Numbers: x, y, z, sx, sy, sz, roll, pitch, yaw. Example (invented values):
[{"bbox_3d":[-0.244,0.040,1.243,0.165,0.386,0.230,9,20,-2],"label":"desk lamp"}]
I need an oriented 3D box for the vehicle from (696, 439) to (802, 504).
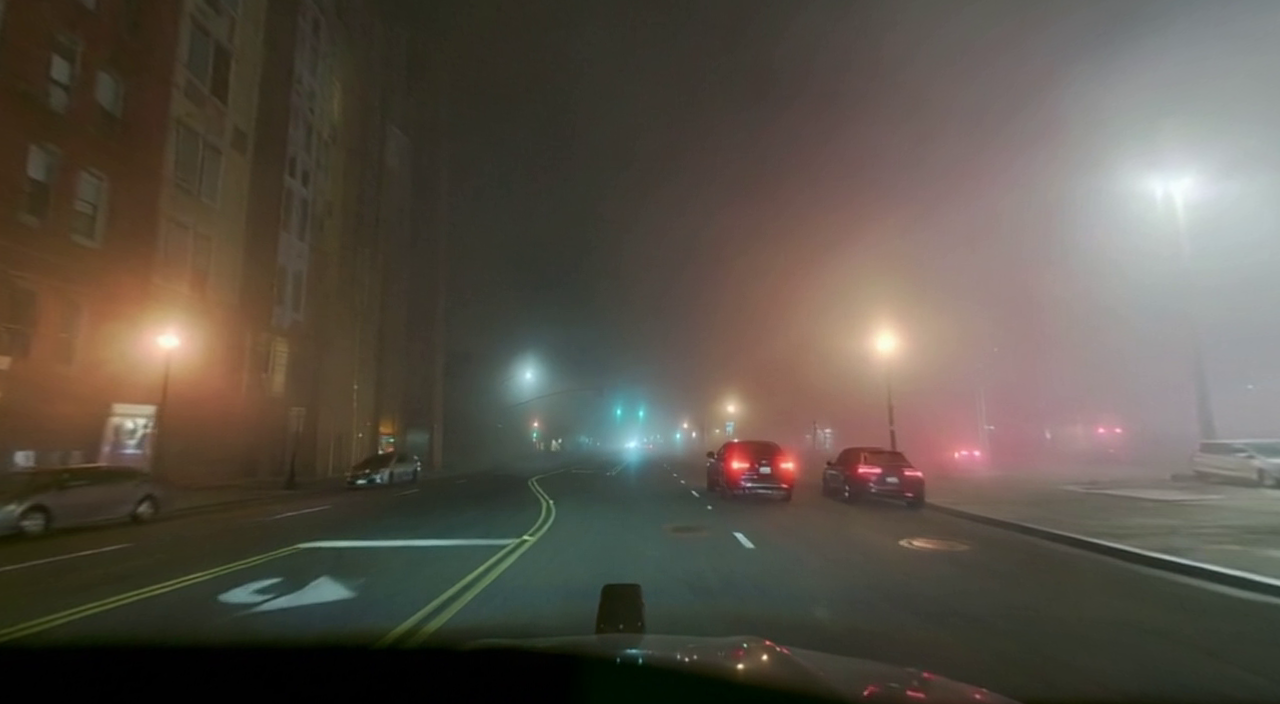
[{"bbox_3d":[2.800,3.186,17.258,2.080,1.524,4.348,0,-8,-1],"label":"vehicle"}]

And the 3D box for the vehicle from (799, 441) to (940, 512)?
[{"bbox_3d":[5.912,3.230,16.872,2.003,1.626,4.480,0,-8,-1],"label":"vehicle"}]

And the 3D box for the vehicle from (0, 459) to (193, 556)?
[{"bbox_3d":[-12.138,3.101,13.040,2.015,1.521,4.798,-1,-8,3],"label":"vehicle"}]

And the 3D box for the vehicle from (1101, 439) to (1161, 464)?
[{"bbox_3d":[31.131,6.299,39.969,1.867,1.482,4.593,-4,-9,24],"label":"vehicle"}]

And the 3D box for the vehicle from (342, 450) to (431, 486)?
[{"bbox_3d":[-11.964,5.567,30.059,1.944,1.575,4.895,-1,-11,3],"label":"vehicle"}]
